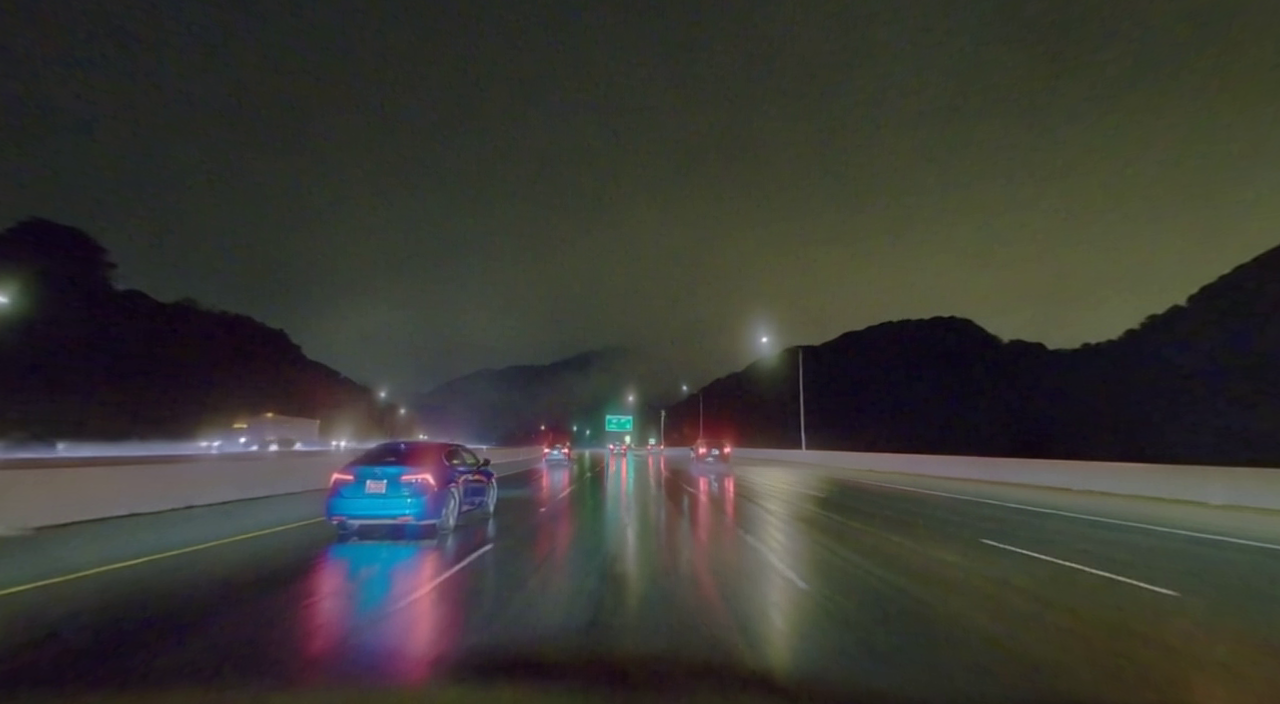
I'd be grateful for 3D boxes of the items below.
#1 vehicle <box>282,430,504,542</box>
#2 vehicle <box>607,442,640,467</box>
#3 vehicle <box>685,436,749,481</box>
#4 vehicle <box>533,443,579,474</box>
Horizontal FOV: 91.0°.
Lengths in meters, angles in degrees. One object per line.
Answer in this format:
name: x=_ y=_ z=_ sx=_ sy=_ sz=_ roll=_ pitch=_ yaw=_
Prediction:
vehicle: x=-3.840 y=2.157 z=10.776 sx=1.993 sy=1.500 sz=4.248 roll=0 pitch=-9 yaw=1
vehicle: x=-1.101 y=6.944 z=42.885 sx=2.147 sy=1.572 sz=4.094 roll=0 pitch=-9 yaw=-1
vehicle: x=3.370 y=4.757 z=28.462 sx=2.222 sy=1.820 sz=4.733 roll=0 pitch=-9 yaw=-1
vehicle: x=-4.226 y=5.442 z=32.253 sx=1.796 sy=1.464 sz=3.839 roll=0 pitch=-9 yaw=0
